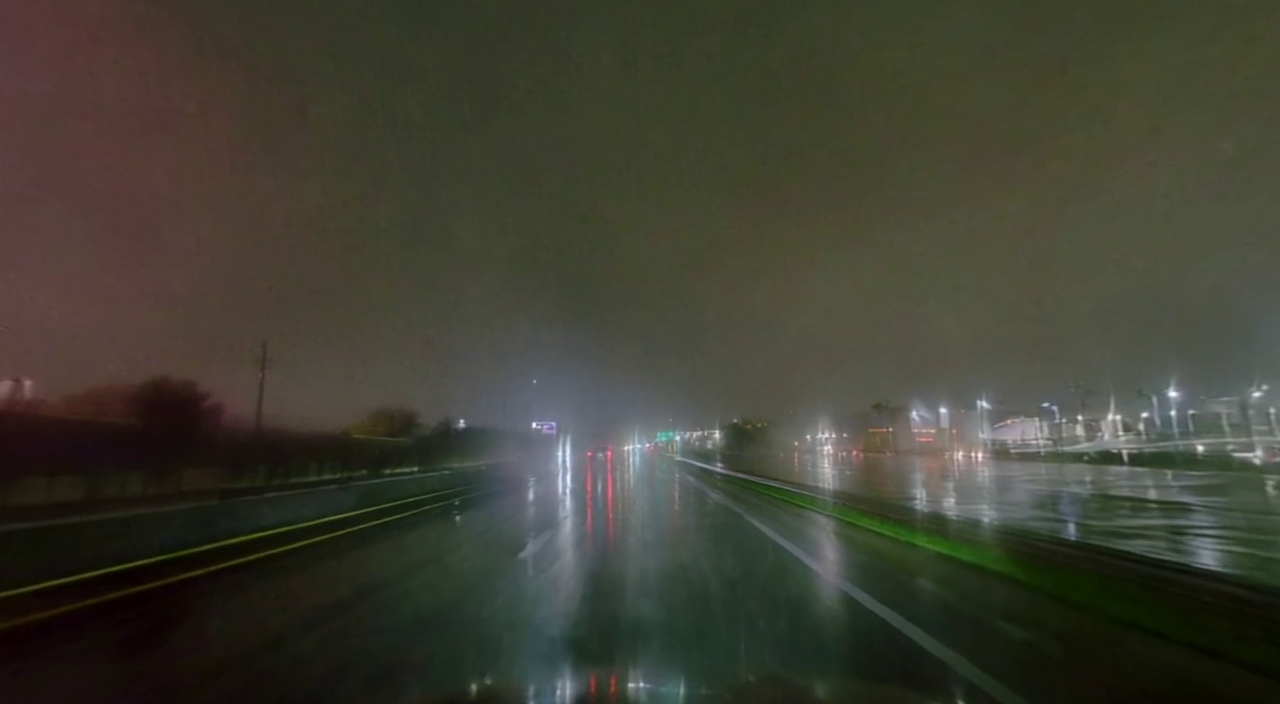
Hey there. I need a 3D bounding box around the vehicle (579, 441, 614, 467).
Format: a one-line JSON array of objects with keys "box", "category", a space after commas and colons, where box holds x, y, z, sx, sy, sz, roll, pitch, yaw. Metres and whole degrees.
[{"box": [-3.144, 7.472, 46.488, 2.159, 1.793, 5.027, -1, -9, 1], "category": "vehicle"}]
